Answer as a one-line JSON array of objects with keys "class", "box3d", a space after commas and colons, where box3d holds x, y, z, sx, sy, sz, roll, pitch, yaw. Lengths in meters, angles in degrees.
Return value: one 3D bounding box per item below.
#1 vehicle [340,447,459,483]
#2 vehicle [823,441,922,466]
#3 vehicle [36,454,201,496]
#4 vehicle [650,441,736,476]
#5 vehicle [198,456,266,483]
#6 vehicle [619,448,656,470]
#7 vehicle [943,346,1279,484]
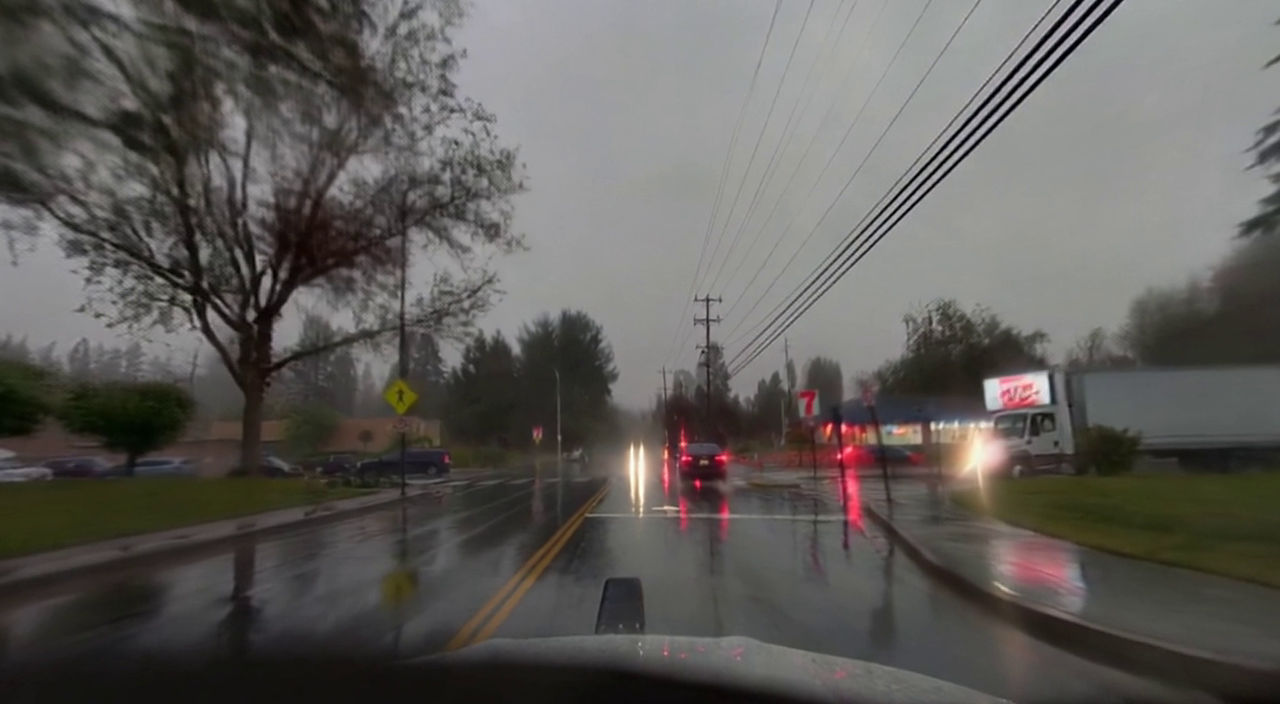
[{"class": "vehicle", "box3d": [-13.547, 6.396, 35.940, 5.866, 1.904, 2.197, 1, -9, -6]}, {"class": "vehicle", "box3d": [13.168, 5.797, 36.058, 4.872, 1.400, 1.955, -1, -9, 3]}, {"class": "vehicle", "box3d": [-25.521, 6.033, 31.171, 5.763, 1.855, 2.340, 2, -8, -8]}, {"class": "vehicle", "box3d": [2.955, 6.195, 37.085, 2.553, 1.868, 5.536, 4, -10, -25]}, {"class": "vehicle", "box3d": [-29.017, 8.363, 45.111, 2.085, 1.763, 4.658, 1, -9, -6]}, {"class": "vehicle", "box3d": [-0.242, 7.515, 44.484, 1.874, 1.427, 3.976, 2, -9, -12]}, {"class": "vehicle", "box3d": [15.119, 2.004, 19.632, 9.897, 3.821, 2.789, 1, -8, -1]}]
